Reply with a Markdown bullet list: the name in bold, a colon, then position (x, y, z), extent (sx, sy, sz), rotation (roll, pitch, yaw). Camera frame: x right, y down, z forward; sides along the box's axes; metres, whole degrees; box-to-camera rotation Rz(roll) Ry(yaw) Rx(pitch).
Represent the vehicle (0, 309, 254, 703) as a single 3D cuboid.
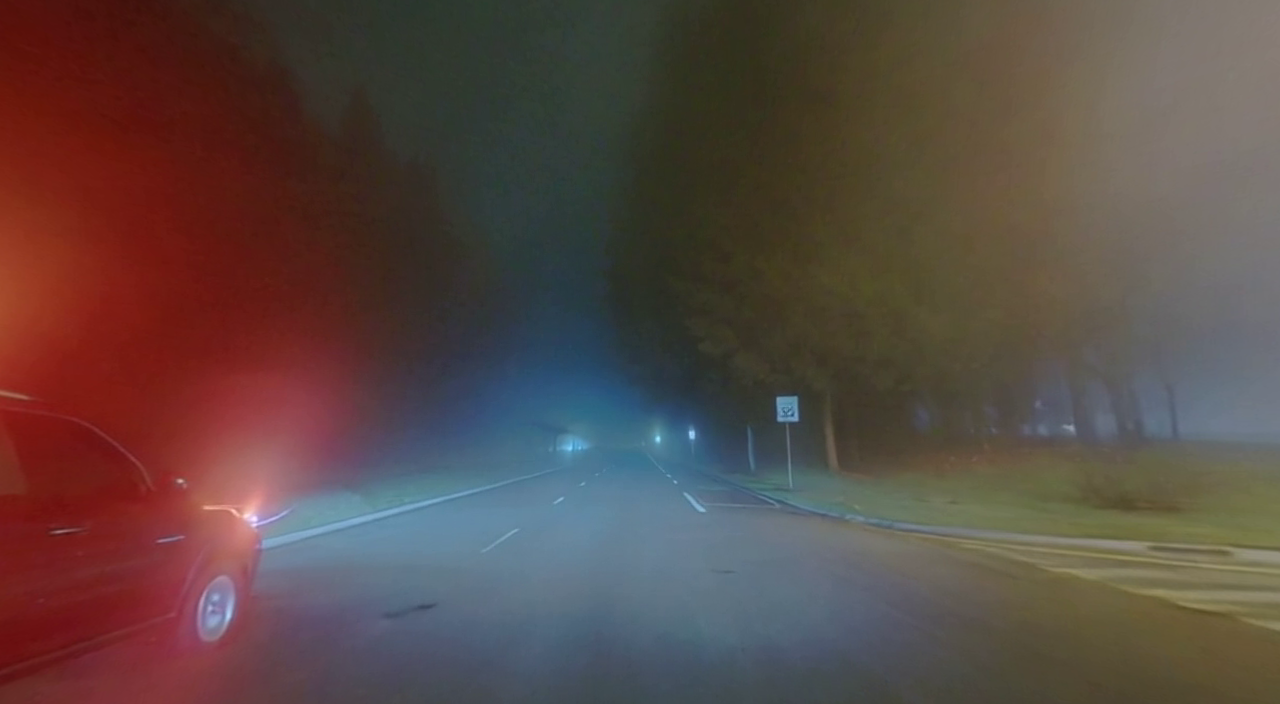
- **vehicle**: position (-3.127, 0.577, 0.924), extent (2.141, 1.761, 4.742), rotation (0, -9, -1)
